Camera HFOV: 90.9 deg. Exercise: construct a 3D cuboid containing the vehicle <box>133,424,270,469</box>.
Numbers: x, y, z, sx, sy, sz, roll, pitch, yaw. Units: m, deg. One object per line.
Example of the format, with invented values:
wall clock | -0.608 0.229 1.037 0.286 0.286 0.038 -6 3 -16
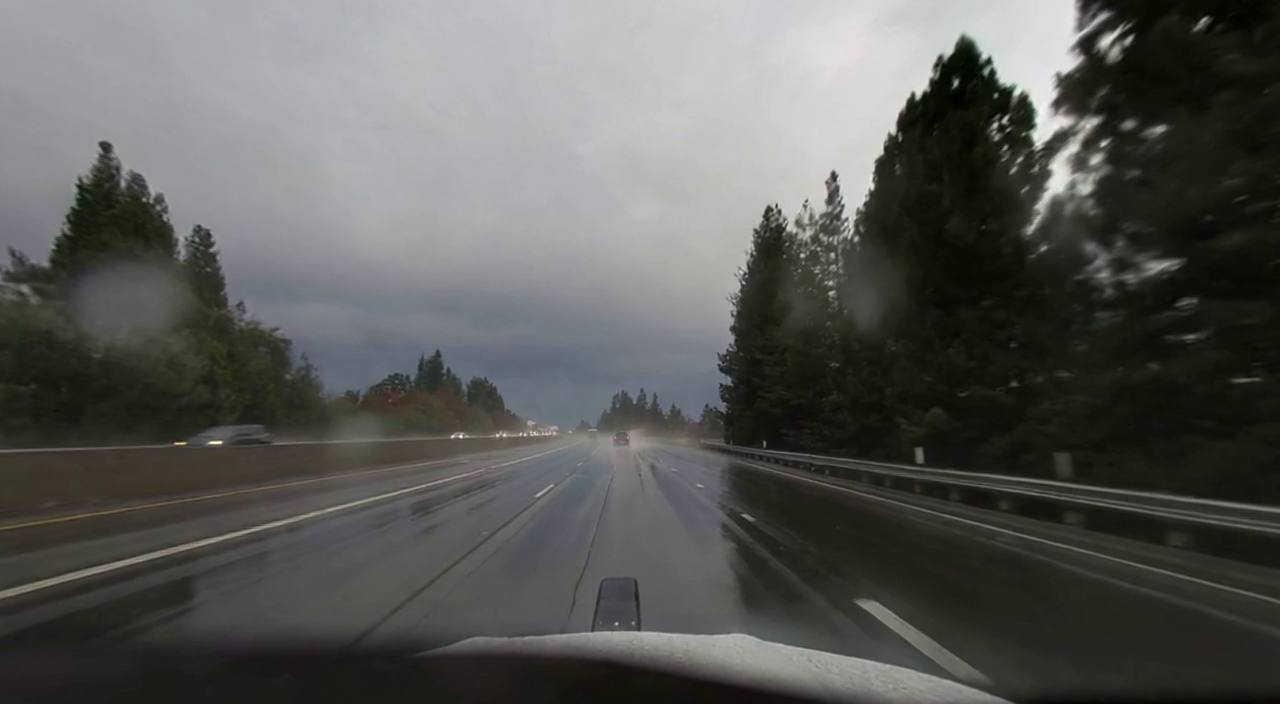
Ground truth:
vehicle | -16.110 3.480 23.490 1.977 1.519 4.429 0 -8 -1
